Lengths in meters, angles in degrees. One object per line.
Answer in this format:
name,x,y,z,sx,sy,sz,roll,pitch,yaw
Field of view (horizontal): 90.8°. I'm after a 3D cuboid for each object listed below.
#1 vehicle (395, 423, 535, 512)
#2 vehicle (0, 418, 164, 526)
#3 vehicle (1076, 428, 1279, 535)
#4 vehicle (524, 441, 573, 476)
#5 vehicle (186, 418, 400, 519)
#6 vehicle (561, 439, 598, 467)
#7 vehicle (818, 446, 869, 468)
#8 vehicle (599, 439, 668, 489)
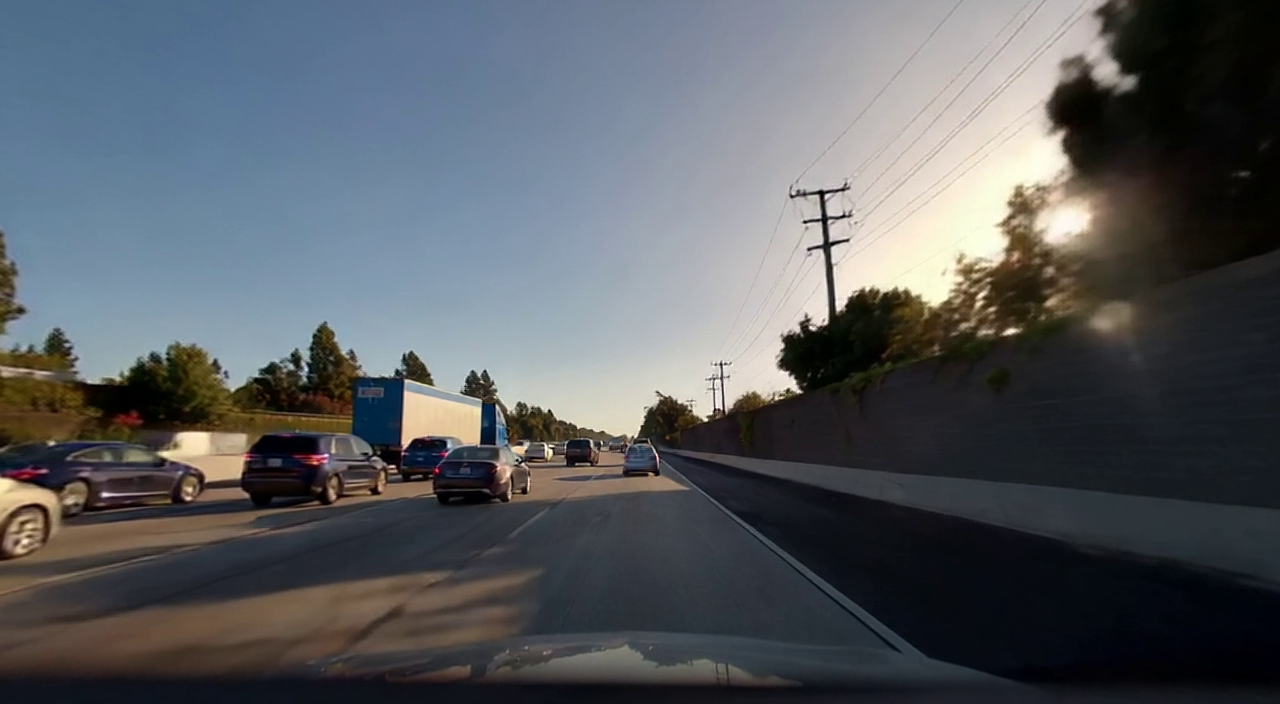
vehicle,-3.748,2.556,14.400,1.923,1.716,4.289,0,-9,0
vehicle,-11.090,2.067,11.093,1.964,1.687,4.485,0,-9,-1
vehicle,10.023,2.081,10.574,1.974,1.495,4.734,0,-9,-1
vehicle,-4.146,4.869,29.195,1.870,1.485,4.304,0,-9,-3
vehicle,-6.941,2.377,13.344,2.027,1.762,4.386,0,-9,0
vehicle,-3.855,6.513,40.915,1.976,1.705,4.176,0,-9,1
vehicle,14.341,7.397,44.811,1.949,1.472,4.795,0,-9,0
vehicle,-0.218,3.668,20.996,2.089,1.477,3.818,0,-8,-1
